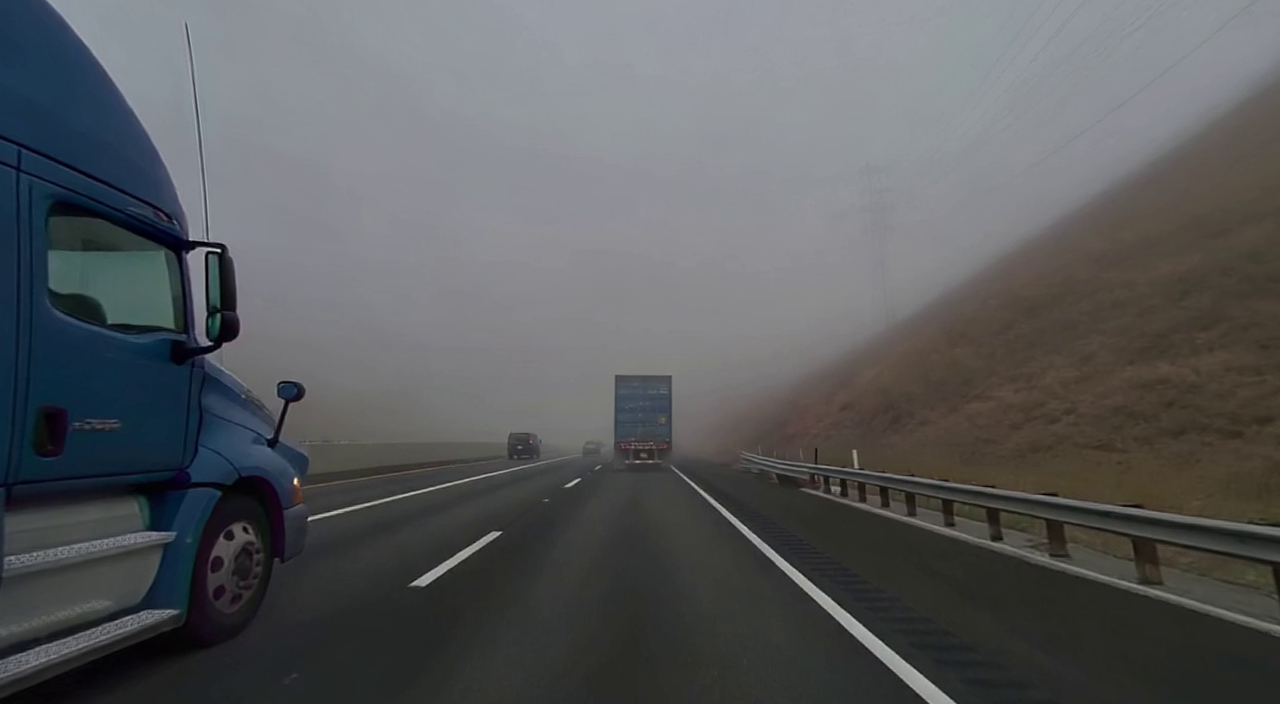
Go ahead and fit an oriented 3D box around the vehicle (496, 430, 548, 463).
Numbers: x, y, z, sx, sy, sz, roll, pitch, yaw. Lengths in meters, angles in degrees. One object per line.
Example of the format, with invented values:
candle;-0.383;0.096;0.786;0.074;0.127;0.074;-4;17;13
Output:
vehicle;-7.205;5.852;38.823;2.214;1.899;4.719;0;-8;1

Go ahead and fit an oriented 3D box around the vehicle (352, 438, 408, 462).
vehicle;-17.420;6.576;42.286;1.957;1.492;4.092;0;-8;0

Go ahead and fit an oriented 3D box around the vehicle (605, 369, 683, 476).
vehicle;0.101;3.558;30.121;3.006;4.120;11.586;0;-8;0
